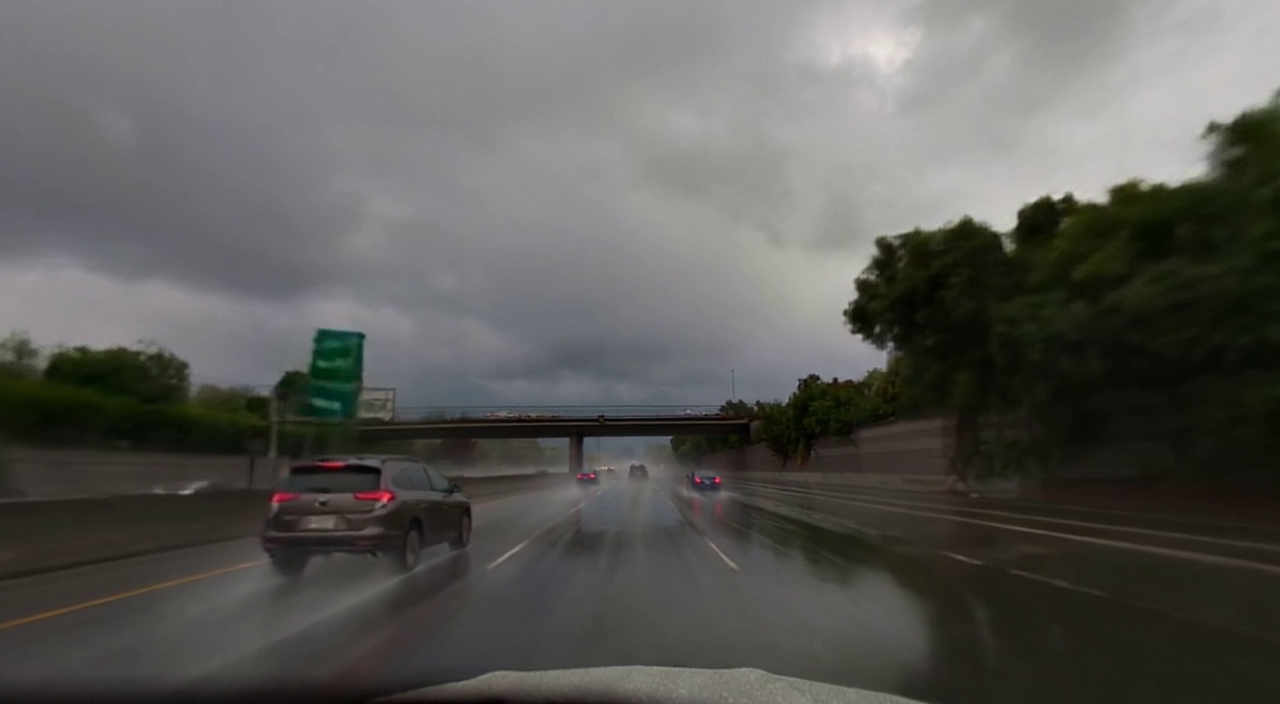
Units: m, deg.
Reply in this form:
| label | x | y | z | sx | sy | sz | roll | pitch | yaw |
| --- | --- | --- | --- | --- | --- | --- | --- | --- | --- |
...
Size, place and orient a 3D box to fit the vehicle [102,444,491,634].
| label | x | y | z | sx | sy | sz | roll | pitch | yaw |
| --- | --- | --- | --- | --- | --- | --- | --- | --- | --- |
| vehicle | -3.340 | 1.940 | 7.382 | 2.099 | 1.516 | 4.308 | 1 | -10 | 0 |

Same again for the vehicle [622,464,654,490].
| label | x | y | z | sx | sy | sz | roll | pitch | yaw |
| --- | --- | --- | --- | --- | --- | --- | --- | --- | --- |
| vehicle | -0.150 | 9.059 | 45.669 | 2.181 | 1.698 | 4.056 | 1 | -10 | 0 |

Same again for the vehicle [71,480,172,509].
| label | x | y | z | sx | sy | sz | roll | pitch | yaw |
| --- | --- | --- | --- | --- | --- | --- | --- | --- | --- |
| vehicle | -29.872 | 8.197 | 36.394 | 1.869 | 1.447 | 4.552 | 0 | -10 | 2 |

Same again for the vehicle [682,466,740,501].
| label | x | y | z | sx | sy | sz | roll | pitch | yaw |
| --- | --- | --- | --- | --- | --- | --- | --- | --- | --- |
| vehicle | 3.241 | 6.151 | 29.645 | 2.092 | 1.518 | 4.348 | 1 | -10 | -2 |
